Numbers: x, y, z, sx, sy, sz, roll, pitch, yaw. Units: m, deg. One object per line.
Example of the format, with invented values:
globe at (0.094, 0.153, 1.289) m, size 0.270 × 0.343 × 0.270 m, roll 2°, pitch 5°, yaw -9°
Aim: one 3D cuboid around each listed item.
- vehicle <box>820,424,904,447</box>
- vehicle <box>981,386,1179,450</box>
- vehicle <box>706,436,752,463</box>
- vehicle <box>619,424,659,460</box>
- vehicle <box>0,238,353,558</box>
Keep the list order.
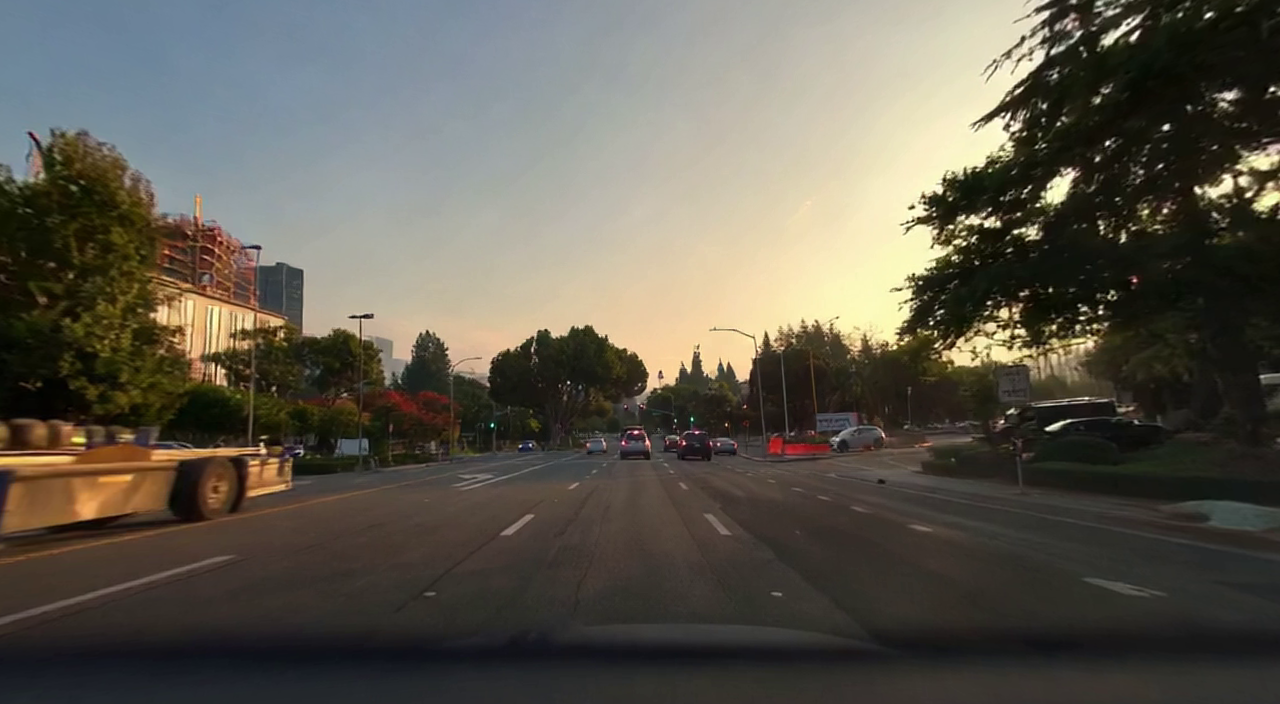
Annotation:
vehicle at (15.084, 5.729, 42.959) m, size 4.986 × 1.467 × 2.025 m, roll -6°, pitch -10°, yaw 34°
vehicle at (16.078, 2.546, 23.295) m, size 5.631 × 2.106 × 2.298 m, roll -7°, pitch -11°, yaw 38°
vehicle at (5.177, 5.751, 37.195) m, size 2.145 × 1.503 × 4.267 m, roll 0°, pitch -8°, yaw 1°
vehicle at (-0.117, 5.701, 39.718) m, size 2.350 × 2.122 × 5.801 m, roll 0°, pitch -8°, yaw -1°
vehicle at (-9.576, 1.161, 11.849) m, size 3.014 × 3.979 × 11.363 m, roll 0°, pitch -8°, yaw 0°
